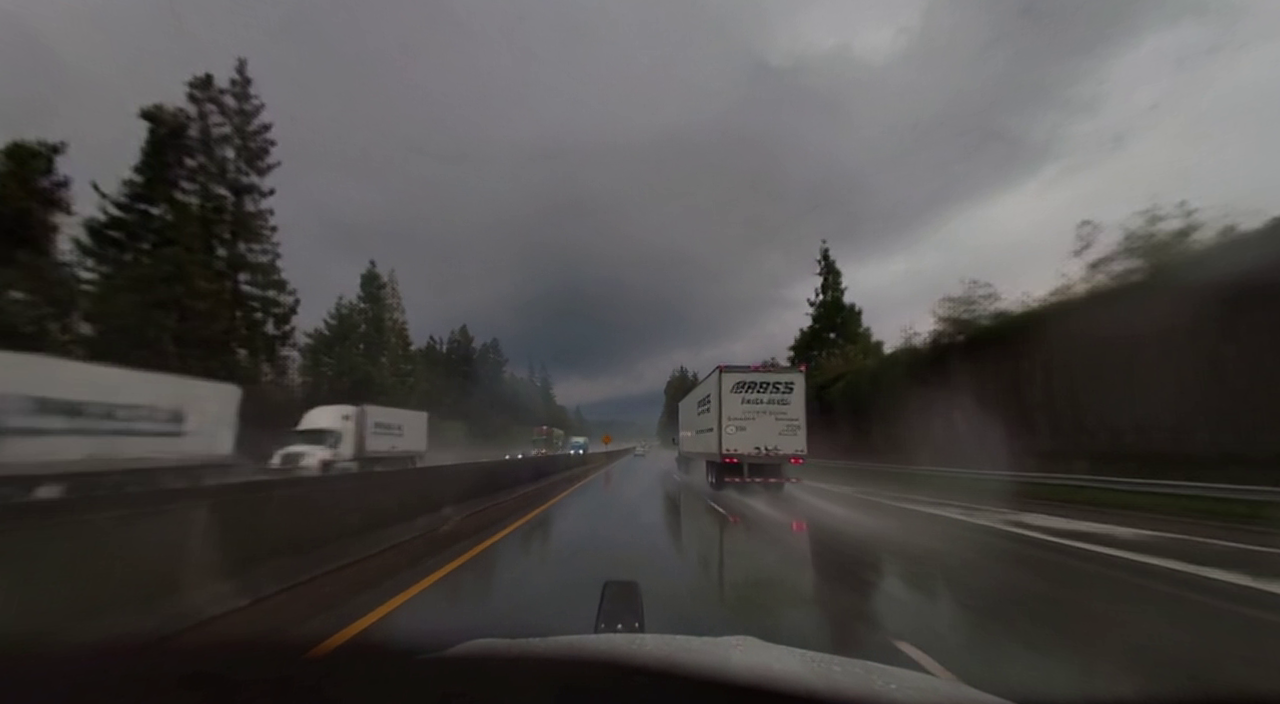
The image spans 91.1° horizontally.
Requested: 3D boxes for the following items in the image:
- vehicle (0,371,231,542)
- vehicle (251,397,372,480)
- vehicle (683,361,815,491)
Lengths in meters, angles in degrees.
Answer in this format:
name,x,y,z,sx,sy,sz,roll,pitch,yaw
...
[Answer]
name,x,y,z,sx,sy,sz,roll,pitch,yaw
vehicle,-12.746,2.315,14.185,2.790,3.017,6.137,0,-9,0
vehicle,-17.114,4.638,33.351,3.000,3.983,5.883,0,-9,1
vehicle,3.887,3.388,26.711,2.926,4.060,14.068,0,-9,-1
